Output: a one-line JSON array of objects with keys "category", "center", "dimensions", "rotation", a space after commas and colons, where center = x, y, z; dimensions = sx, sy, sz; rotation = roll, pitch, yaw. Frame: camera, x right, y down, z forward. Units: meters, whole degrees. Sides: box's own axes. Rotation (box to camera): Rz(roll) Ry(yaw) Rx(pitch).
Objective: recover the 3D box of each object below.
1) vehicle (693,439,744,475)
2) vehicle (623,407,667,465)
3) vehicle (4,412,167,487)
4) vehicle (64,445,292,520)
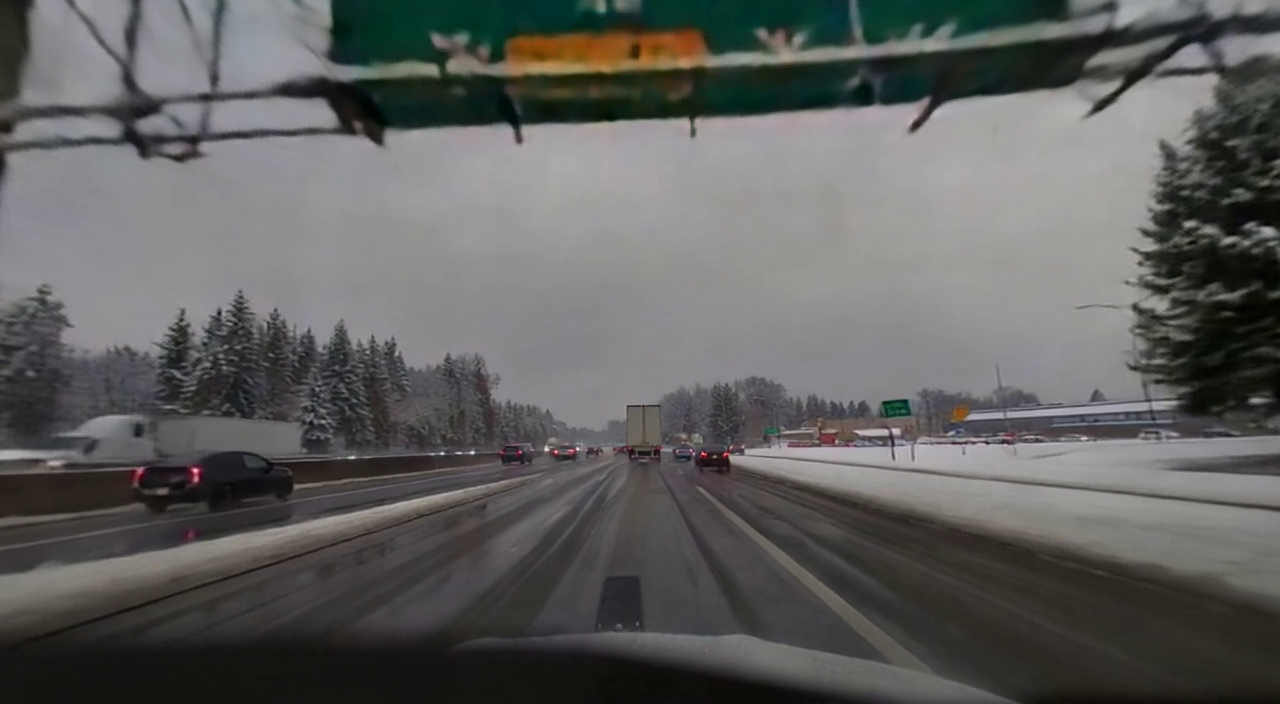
[{"category": "vehicle", "center": [4.016, 5.485, 33.034], "dimensions": [2.107, 1.707, 4.445], "rotation": [0, -9, 0]}, {"category": "vehicle", "center": [0.537, 6.515, 47.957], "dimensions": [3.012, 3.928, 10.262], "rotation": [0, -9, 2]}, {"category": "vehicle", "center": [-31.124, 5.533, 35.835], "dimensions": [3.006, 3.815, 6.541], "rotation": [0, -9, 1]}, {"category": "vehicle", "center": [-10.814, 3.045, 15.299], "dimensions": [2.015, 1.521, 4.550], "rotation": [0, -9, 1]}]
